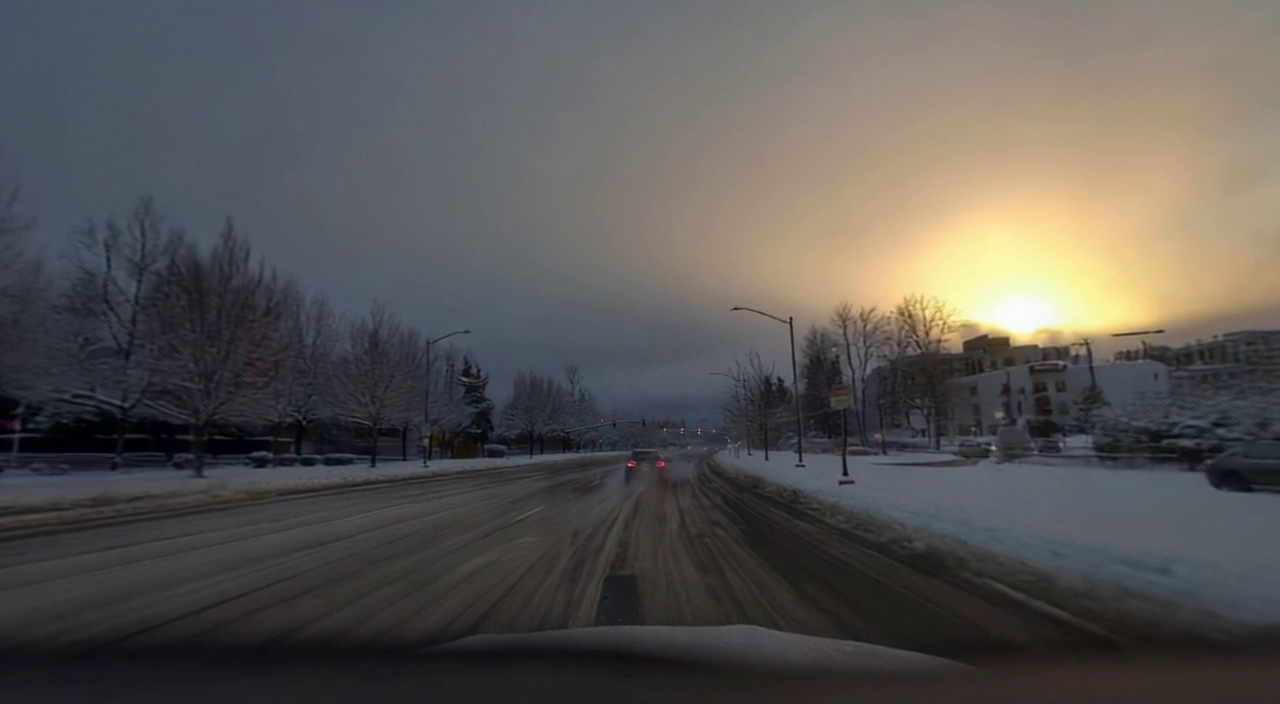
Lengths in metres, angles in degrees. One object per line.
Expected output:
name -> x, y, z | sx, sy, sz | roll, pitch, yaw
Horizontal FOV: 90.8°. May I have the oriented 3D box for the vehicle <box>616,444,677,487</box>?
vehicle -> 0.298, 4.323, 24.377 | 2.133, 1.481, 4.276 | 0, -9, 2
